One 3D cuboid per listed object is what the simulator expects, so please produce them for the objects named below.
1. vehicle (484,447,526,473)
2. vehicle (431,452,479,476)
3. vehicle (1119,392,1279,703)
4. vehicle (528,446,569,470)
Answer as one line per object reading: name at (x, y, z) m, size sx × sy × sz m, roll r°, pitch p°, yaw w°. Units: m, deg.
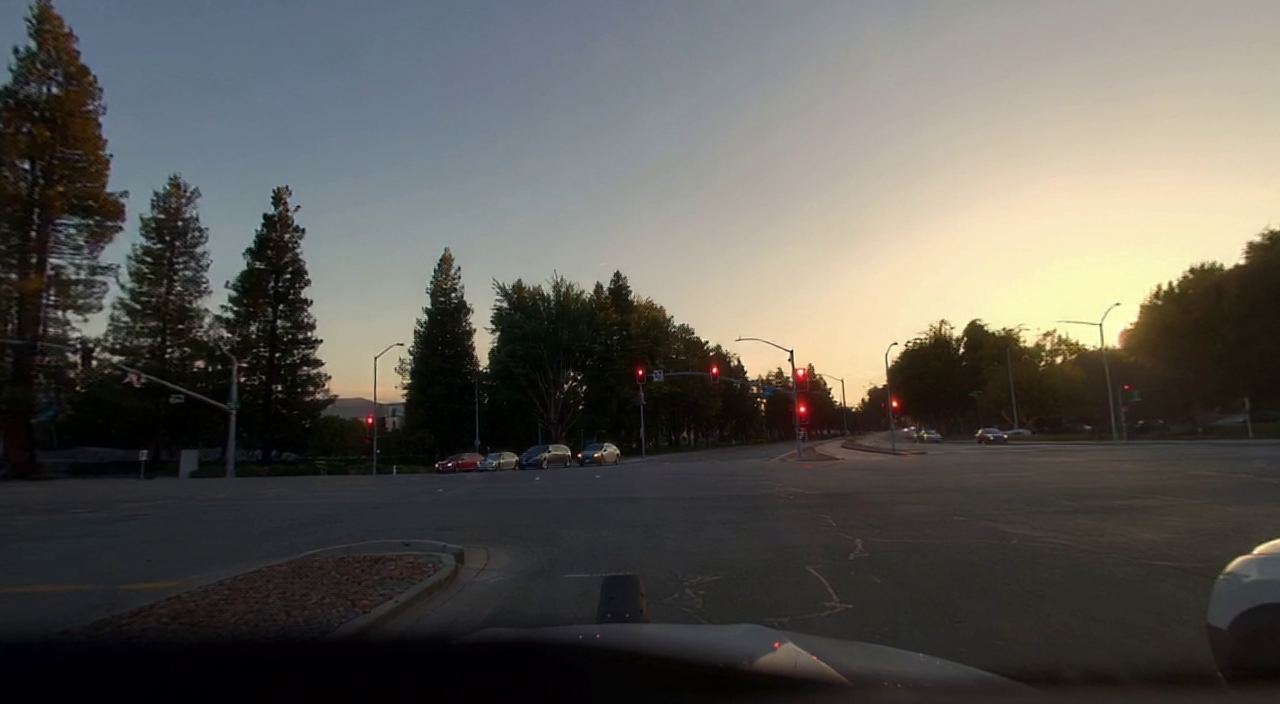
vehicle at (-9.771, 7.828, 45.921) m, size 2.064 × 1.725 × 4.243 m, roll 0°, pitch -9°, yaw 1°
vehicle at (-13.399, 8.113, 45.985) m, size 2.101 × 1.637 × 4.304 m, roll 0°, pitch -9°, yaw 1°
vehicle at (3.060, 0.621, 0.417) m, size 1.978 × 1.468 × 4.544 m, roll 0°, pitch -9°, yaw 1°
vehicle at (-6.547, 7.609, 45.508) m, size 2.126 × 1.657 × 4.307 m, roll -1°, pitch -9°, yaw 3°
